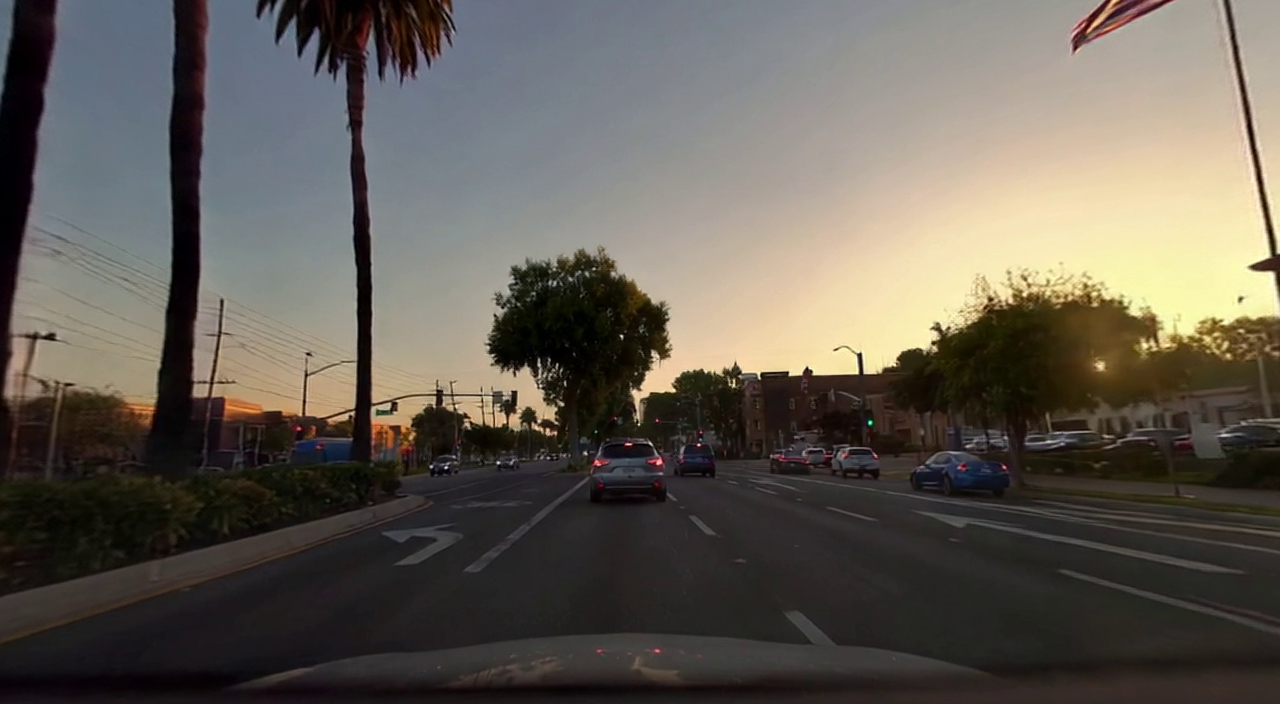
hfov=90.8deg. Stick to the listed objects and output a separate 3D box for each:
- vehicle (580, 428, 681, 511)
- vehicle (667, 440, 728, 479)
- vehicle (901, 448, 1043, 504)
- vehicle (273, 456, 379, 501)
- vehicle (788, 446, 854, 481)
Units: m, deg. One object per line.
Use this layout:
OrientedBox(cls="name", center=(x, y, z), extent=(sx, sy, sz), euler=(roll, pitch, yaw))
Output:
OrientedBox(cls="vehicle", center=(-0.266, 3.152, 17.436), extent=(2.402, 1.938, 4.535), euler=(0, -9, -1))
OrientedBox(cls="vehicle", center=(3.108, 6.048, 35.879), extent=(2.773, 2.021, 6.212), euler=(0, -9, -1))
OrientedBox(cls="vehicle", center=(9.911, 3.706, 19.316), extent=(1.967, 1.485, 4.267), euler=(0, -9, -1))
OrientedBox(cls="vehicle", center=(-12.028, 4.845, 24.557), extent=(1.965, 1.475, 4.209), euler=(0, -9, -1))
OrientedBox(cls="vehicle", center=(9.773, 6.019, 34.503), extent=(2.155, 1.779, 4.582), euler=(0, -9, -1))
